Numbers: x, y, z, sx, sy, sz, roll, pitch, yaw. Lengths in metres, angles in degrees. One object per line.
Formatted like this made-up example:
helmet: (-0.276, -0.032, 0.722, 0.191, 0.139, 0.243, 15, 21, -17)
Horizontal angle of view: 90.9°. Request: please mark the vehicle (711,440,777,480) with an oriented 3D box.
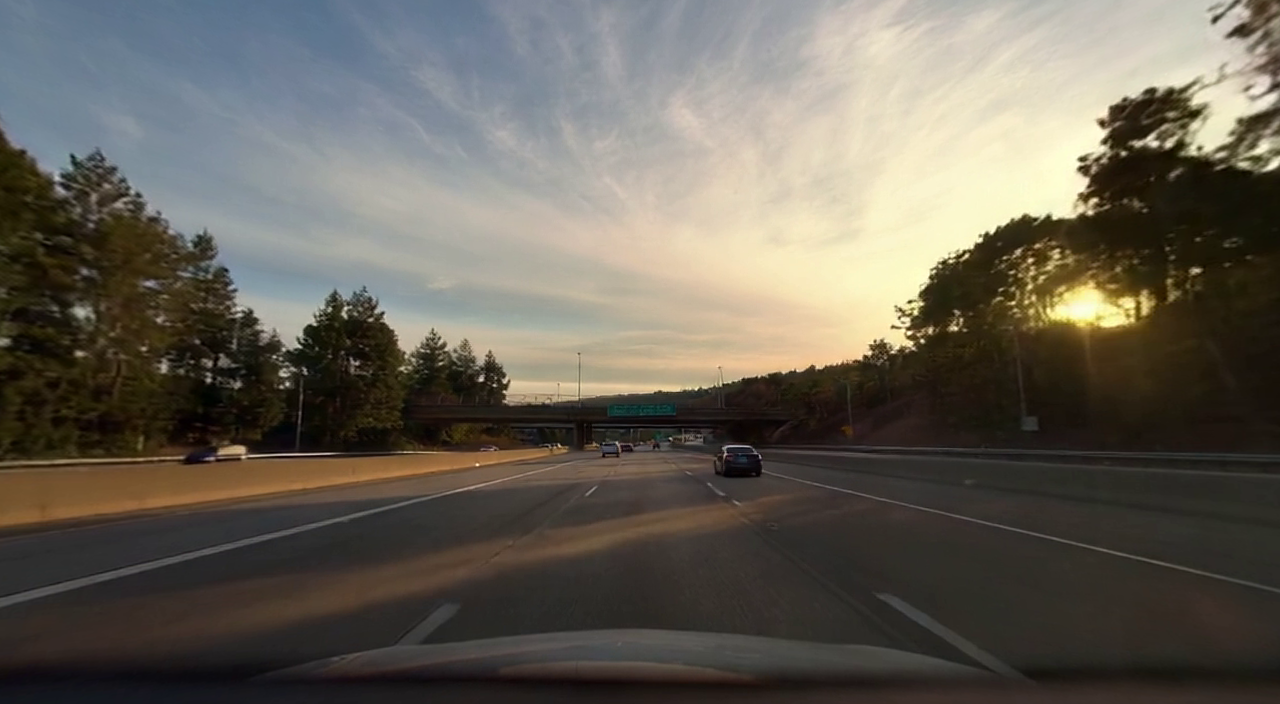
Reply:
vehicle: (4.103, 4.349, 25.653, 1.908, 1.483, 4.259, 0, -8, -1)
